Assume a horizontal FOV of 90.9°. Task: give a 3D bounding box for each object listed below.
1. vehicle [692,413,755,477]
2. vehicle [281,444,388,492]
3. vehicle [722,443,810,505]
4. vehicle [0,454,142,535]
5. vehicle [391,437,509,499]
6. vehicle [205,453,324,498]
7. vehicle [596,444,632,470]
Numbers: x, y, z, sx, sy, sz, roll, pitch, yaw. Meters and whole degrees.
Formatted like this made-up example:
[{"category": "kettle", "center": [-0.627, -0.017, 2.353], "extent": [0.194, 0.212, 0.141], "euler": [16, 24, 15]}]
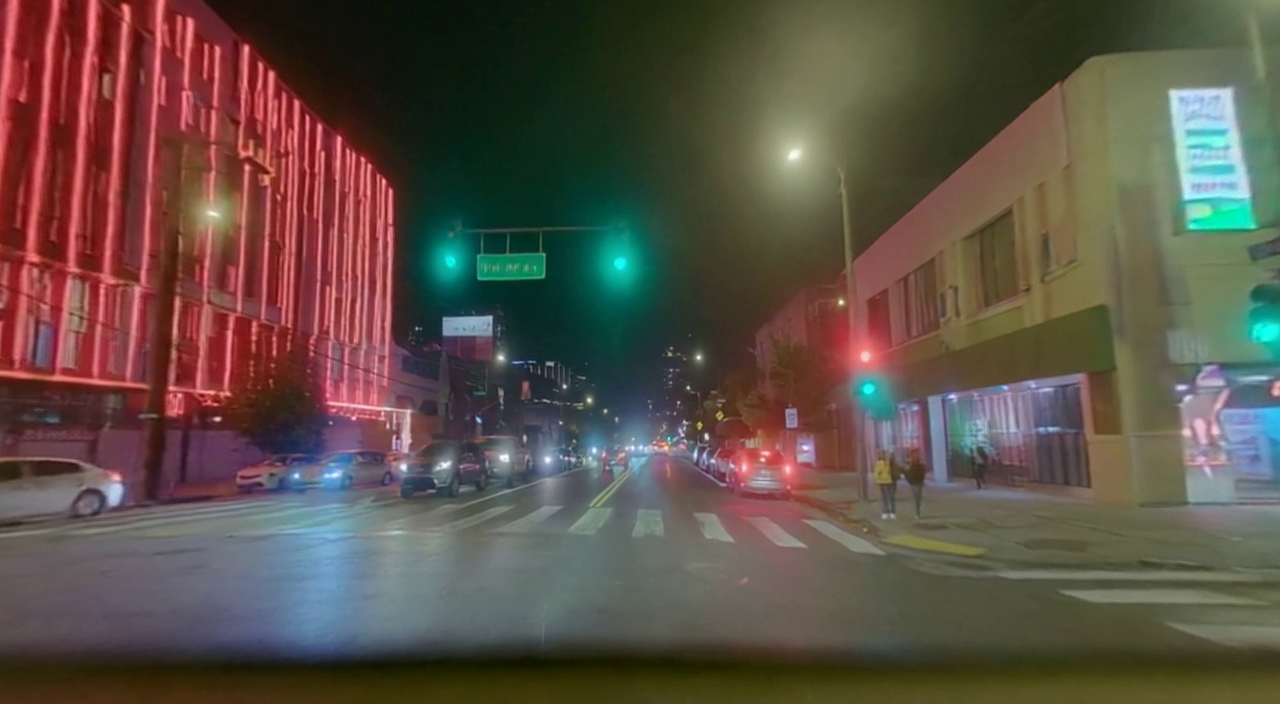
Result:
[{"category": "vehicle", "center": [4.850, 5.636, 38.269], "extent": [2.989, 3.455, 7.975], "euler": [-1, -8, 2]}, {"category": "vehicle", "center": [-11.430, 4.342, 23.916], "extent": [1.933, 1.628, 3.973], "euler": [-1, -8, 2]}, {"category": "vehicle", "center": [3.902, 3.821, 20.220], "extent": [1.924, 1.765, 3.954], "euler": [0, -8, 0]}, {"category": "vehicle", "center": [-12.742, 2.730, 12.147], "extent": [1.934, 1.434, 4.636], "euler": [-2, -9, 13]}, {"category": "vehicle", "center": [-5.335, 3.303, 18.370], "extent": [1.942, 1.559, 4.298], "euler": [-1, -8, 2]}, {"category": "vehicle", "center": [-14.364, 4.708, 24.435], "extent": [2.012, 1.476, 4.284], "euler": [0, -8, -1]}, {"category": "vehicle", "center": [-1.600, 6.605, 39.784], "extent": [1.973, 1.496, 3.713], "euler": [-1, -8, 2]}]
